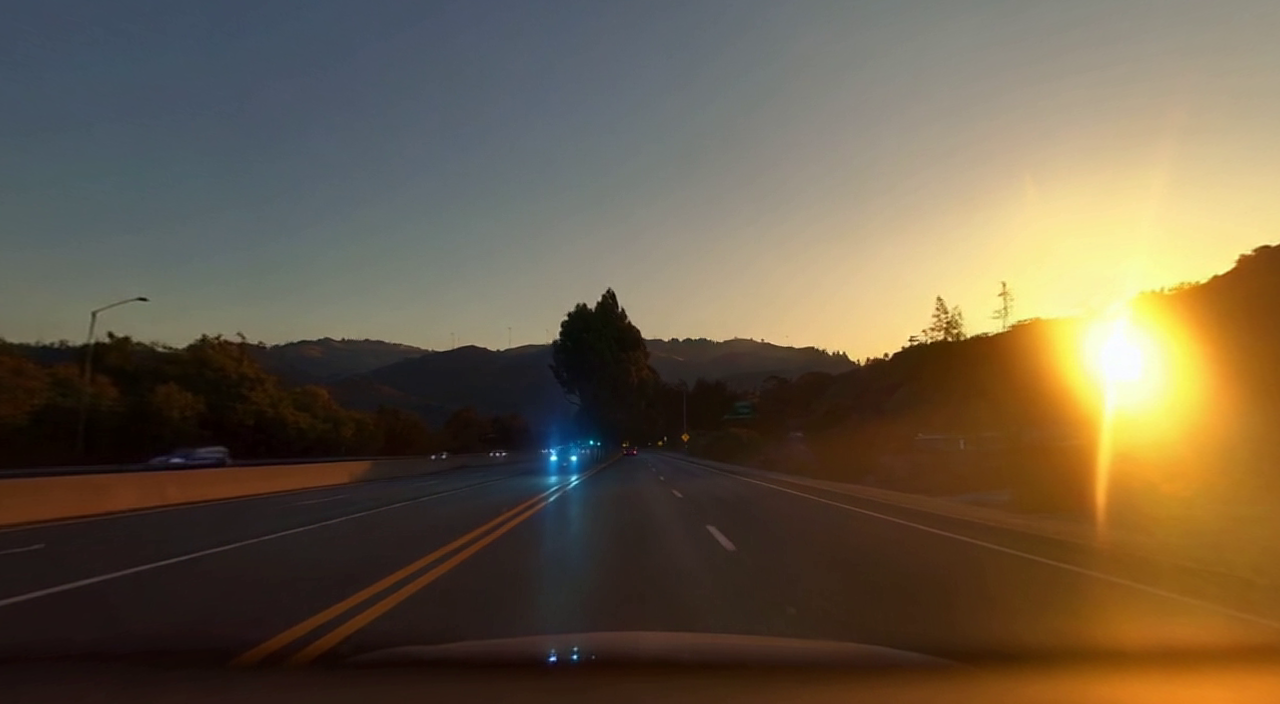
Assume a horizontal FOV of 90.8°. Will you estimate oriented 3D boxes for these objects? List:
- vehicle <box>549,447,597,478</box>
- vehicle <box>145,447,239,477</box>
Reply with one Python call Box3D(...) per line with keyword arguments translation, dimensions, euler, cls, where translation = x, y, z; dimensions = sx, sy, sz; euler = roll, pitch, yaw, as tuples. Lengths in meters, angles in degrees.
Box3D(translation=(-3.504, 5.838, 33.604), dimensions=(1.722, 1.523, 3.736), euler=(-1, -9, 7), cls="vehicle")
Box3D(translation=(-26.657, 6.550, 37.826), dimensions=(2.074, 1.672, 4.834), euler=(0, -9, 0), cls="vehicle")
